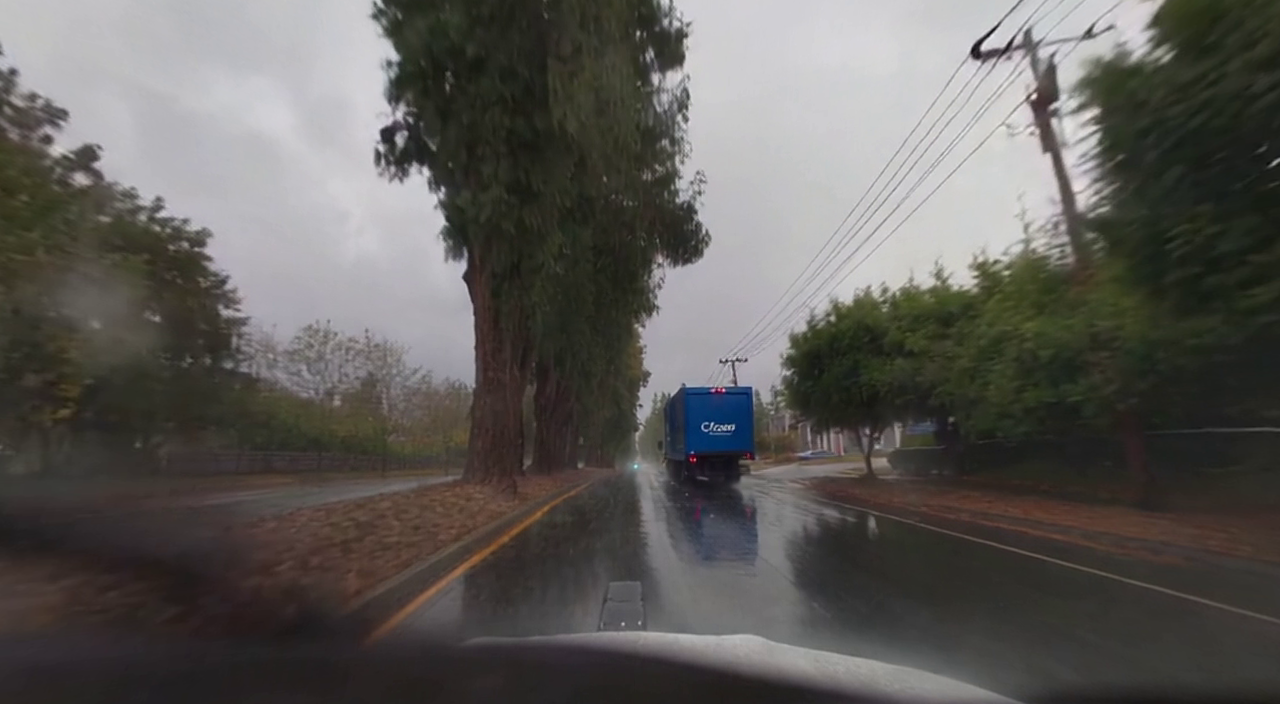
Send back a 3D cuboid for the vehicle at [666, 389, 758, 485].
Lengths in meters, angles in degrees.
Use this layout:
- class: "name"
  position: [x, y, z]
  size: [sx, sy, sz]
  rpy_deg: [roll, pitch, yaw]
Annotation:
- class: "vehicle"
  position: [3.055, 4.097, 29.853]
  size: [2.973, 3.848, 9.336]
  rpy_deg: [0, -9, -2]
